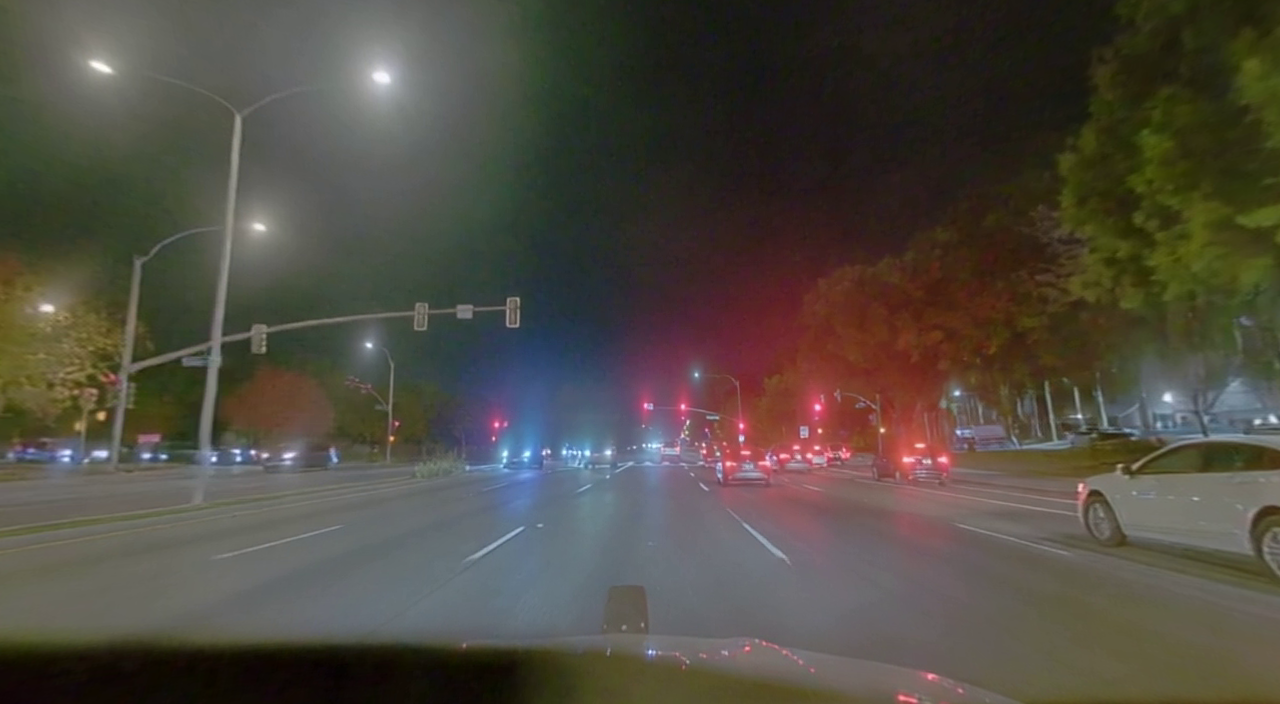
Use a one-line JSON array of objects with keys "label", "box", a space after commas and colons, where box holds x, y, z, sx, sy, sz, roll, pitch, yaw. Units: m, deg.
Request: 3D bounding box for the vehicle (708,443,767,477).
[{"label": "vehicle", "box": [4.736, 5.318, 31.287, 2.292, 1.563, 4.734, 0, -8, 2]}]

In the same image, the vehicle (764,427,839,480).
[{"label": "vehicle", "box": [7.409, 4.729, 29.587, 2.186, 2.202, 5.426, 0, -8, 1]}]

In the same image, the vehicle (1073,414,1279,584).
[{"label": "vehicle", "box": [7.267, 1.516, 6.856, 2.051, 1.620, 4.702, -1, -8, 5]}]

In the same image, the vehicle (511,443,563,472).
[{"label": "vehicle", "box": [-5.783, 5.934, 35.819, 2.004, 1.529, 4.319, -1, -8, 3]}]

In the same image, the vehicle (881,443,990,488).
[{"label": "vehicle", "box": [11.113, 4.267, 24.126, 1.963, 1.513, 4.600, 0, -8, 0]}]

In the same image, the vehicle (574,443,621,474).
[{"label": "vehicle", "box": [-2.199, 5.628, 33.601, 1.958, 1.542, 4.175, -1, -8, 4]}]

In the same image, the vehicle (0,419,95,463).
[{"label": "vehicle", "box": [-46.875, 6.555, 46.236, 9.731, 3.110, 2.942, 3, -9, -24]}]

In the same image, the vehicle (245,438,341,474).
[{"label": "vehicle", "box": [-17.835, 5.356, 32.733, 1.981, 1.721, 4.772, -1, -8, 4]}]
